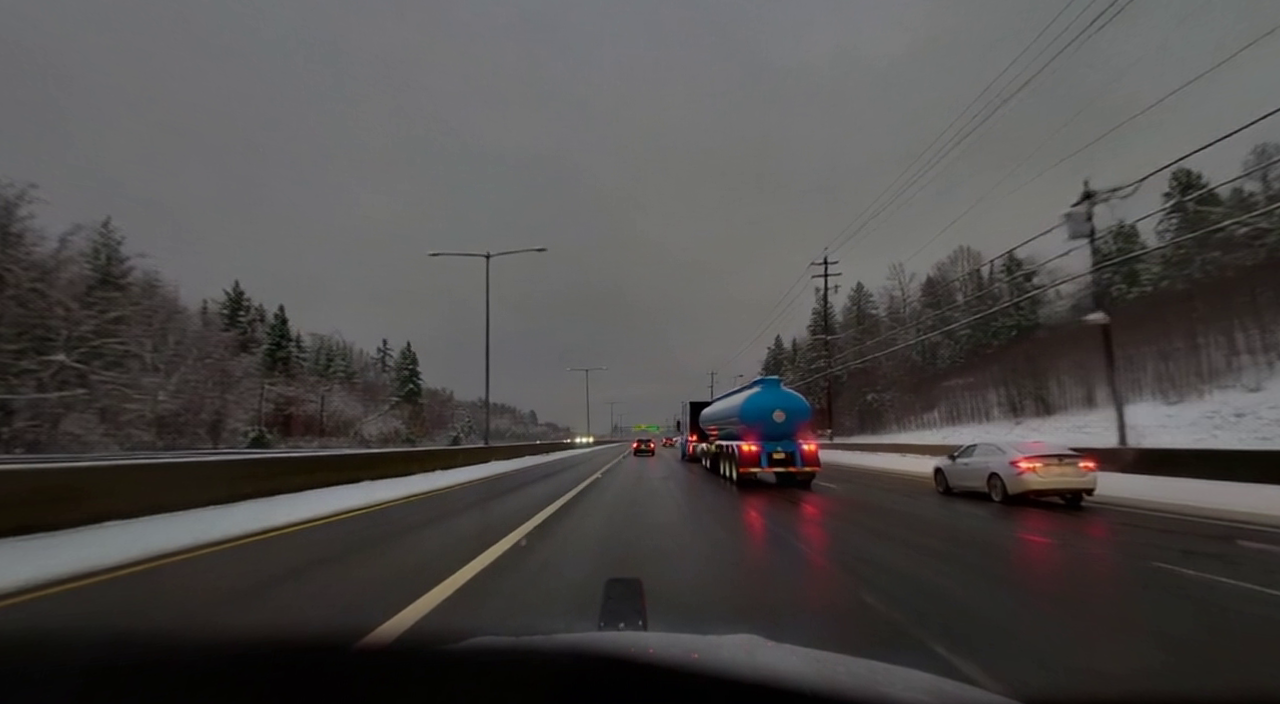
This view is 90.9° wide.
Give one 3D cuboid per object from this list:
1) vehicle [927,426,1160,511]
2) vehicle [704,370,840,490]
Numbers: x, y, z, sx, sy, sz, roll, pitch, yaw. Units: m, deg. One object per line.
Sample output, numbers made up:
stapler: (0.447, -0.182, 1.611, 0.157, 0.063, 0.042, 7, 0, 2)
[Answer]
vehicle: (8.146, 2.396, 13.434, 1.905, 1.480, 4.624, 0, -8, 0)
vehicle: (3.900, 2.657, 20.827, 2.791, 3.179, 8.074, 0, -8, 1)
